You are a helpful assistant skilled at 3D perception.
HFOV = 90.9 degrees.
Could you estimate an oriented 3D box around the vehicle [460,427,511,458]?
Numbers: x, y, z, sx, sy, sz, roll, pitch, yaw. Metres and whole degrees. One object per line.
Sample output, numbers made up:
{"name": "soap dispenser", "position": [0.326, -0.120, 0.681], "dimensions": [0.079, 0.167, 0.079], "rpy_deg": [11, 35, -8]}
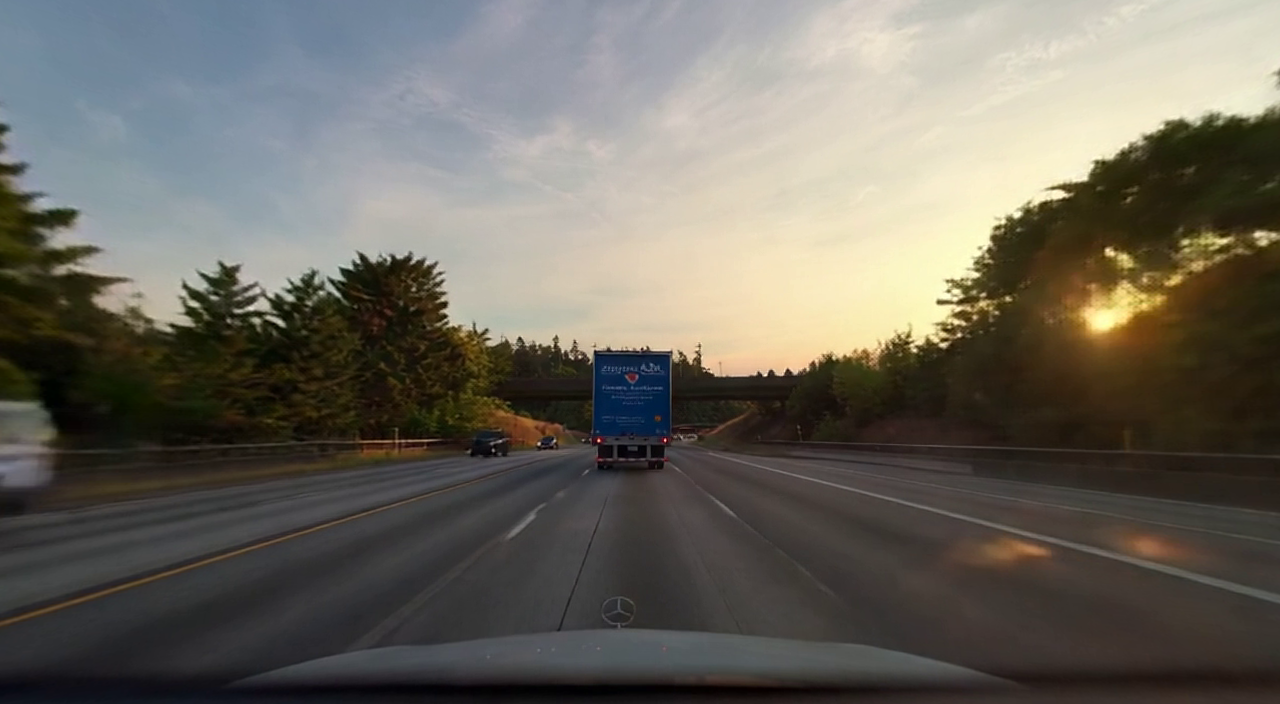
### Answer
{"name": "vehicle", "position": [-9.147, 5.385, 37.588], "dimensions": [2.043, 1.672, 4.101], "rpy_deg": [0, -8, -1]}

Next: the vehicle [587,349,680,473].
{"name": "vehicle", "position": [-0.443, 2.485, 24.793], "dimensions": [2.895, 3.861, 10.213], "rpy_deg": [0, -8, -3]}
